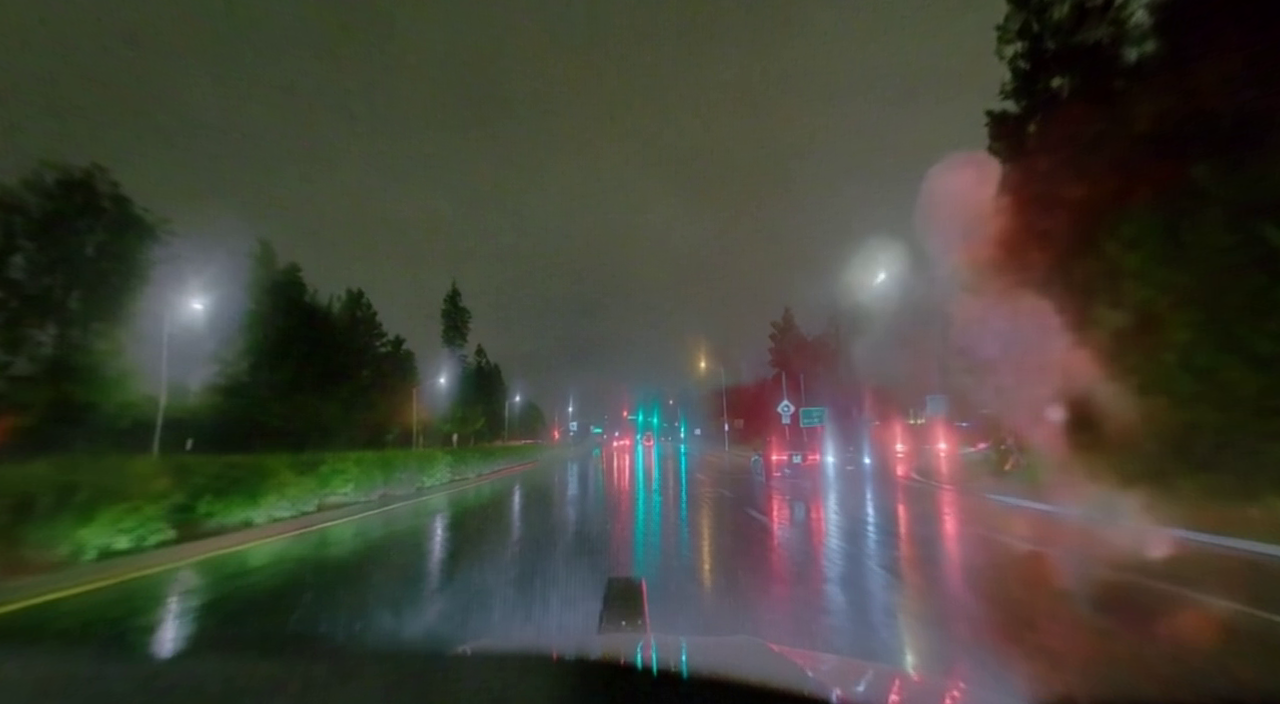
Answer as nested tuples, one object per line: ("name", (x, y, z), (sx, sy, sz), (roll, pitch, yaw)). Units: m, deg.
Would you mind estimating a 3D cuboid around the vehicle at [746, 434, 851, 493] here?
("vehicle", (4.530, 3.256, 18.649), (1.913, 1.516, 4.322), (0, -9, -1))
